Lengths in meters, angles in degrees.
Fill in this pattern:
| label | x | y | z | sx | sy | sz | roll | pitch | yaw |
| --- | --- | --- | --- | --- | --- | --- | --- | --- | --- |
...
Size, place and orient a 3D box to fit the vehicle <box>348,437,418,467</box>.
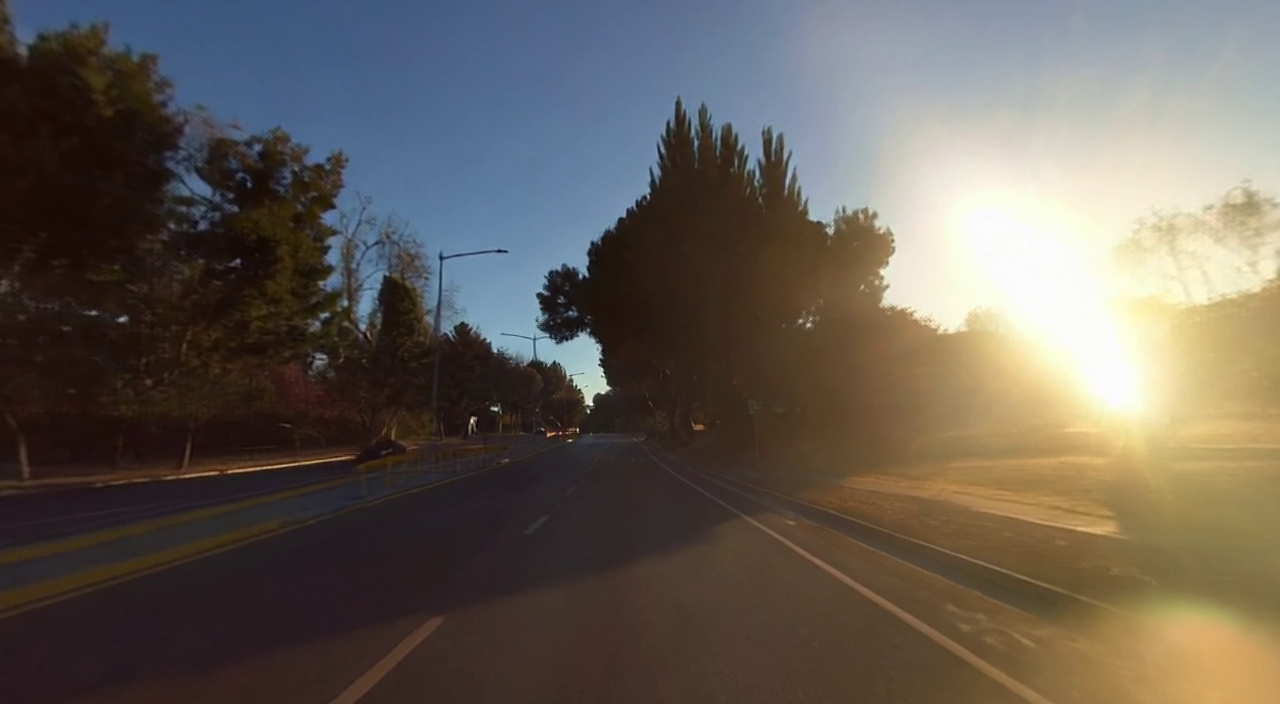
| label | x | y | z | sx | sy | sz | roll | pitch | yaw |
| --- | --- | --- | --- | --- | --- | --- | --- | --- | --- |
| vehicle | -14.249 | 5.583 | 35.326 | 1.969 | 1.563 | 4.648 | 0 | -9 | 0 |
